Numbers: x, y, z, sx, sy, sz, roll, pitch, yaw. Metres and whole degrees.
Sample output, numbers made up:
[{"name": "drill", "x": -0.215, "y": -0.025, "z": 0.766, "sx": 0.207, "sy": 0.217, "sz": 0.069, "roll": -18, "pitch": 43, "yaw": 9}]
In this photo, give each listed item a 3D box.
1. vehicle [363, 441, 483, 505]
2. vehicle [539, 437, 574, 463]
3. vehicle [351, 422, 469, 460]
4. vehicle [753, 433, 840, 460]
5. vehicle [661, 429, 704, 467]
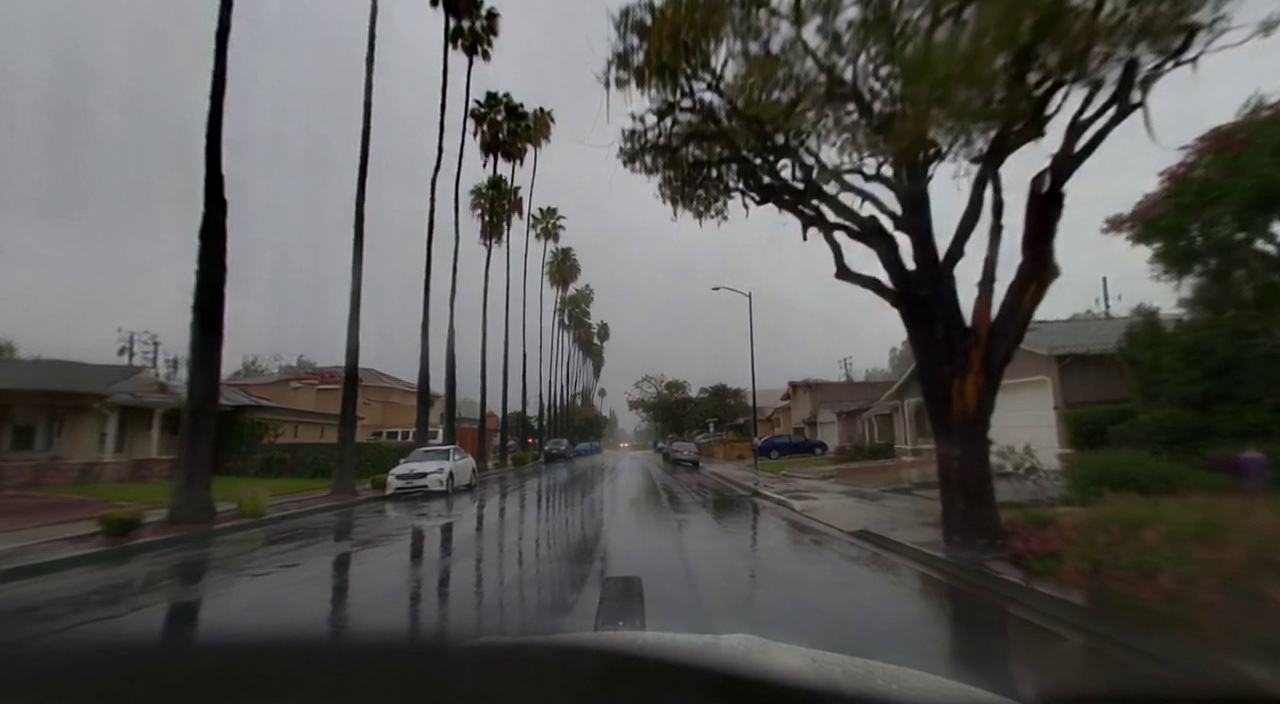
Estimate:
[{"name": "vehicle", "x": -5.899, "y": 3.295, "z": 17.807, "sx": 1.949, "sy": 1.511, "sz": 4.466, "roll": 0, "pitch": -8, "yaw": -2}, {"name": "vehicle", "x": -6.127, "y": 7.222, "z": 46.862, "sx": 2.147, "sy": 1.823, "sz": 4.725, "roll": 0, "pitch": -7, "yaw": -3}, {"name": "vehicle", "x": -12.165, "y": 4.769, "z": 33.786, "sx": 5.340, "sy": 1.948, "sz": 2.398, "roll": 0, "pitch": -9, "yaw": -1}, {"name": "vehicle", "x": 9.099, "y": 5.554, "z": 36.982, "sx": 4.643, "sy": 1.520, "sz": 1.826, "roll": 0, "pitch": -8, "yaw": 1}, {"name": "vehicle", "x": 2.468, "y": 5.775, "z": 38.040, "sx": 2.184, "sy": 2.038, "sz": 6.212, "roll": 0, "pitch": -8, "yaw": 0}]
